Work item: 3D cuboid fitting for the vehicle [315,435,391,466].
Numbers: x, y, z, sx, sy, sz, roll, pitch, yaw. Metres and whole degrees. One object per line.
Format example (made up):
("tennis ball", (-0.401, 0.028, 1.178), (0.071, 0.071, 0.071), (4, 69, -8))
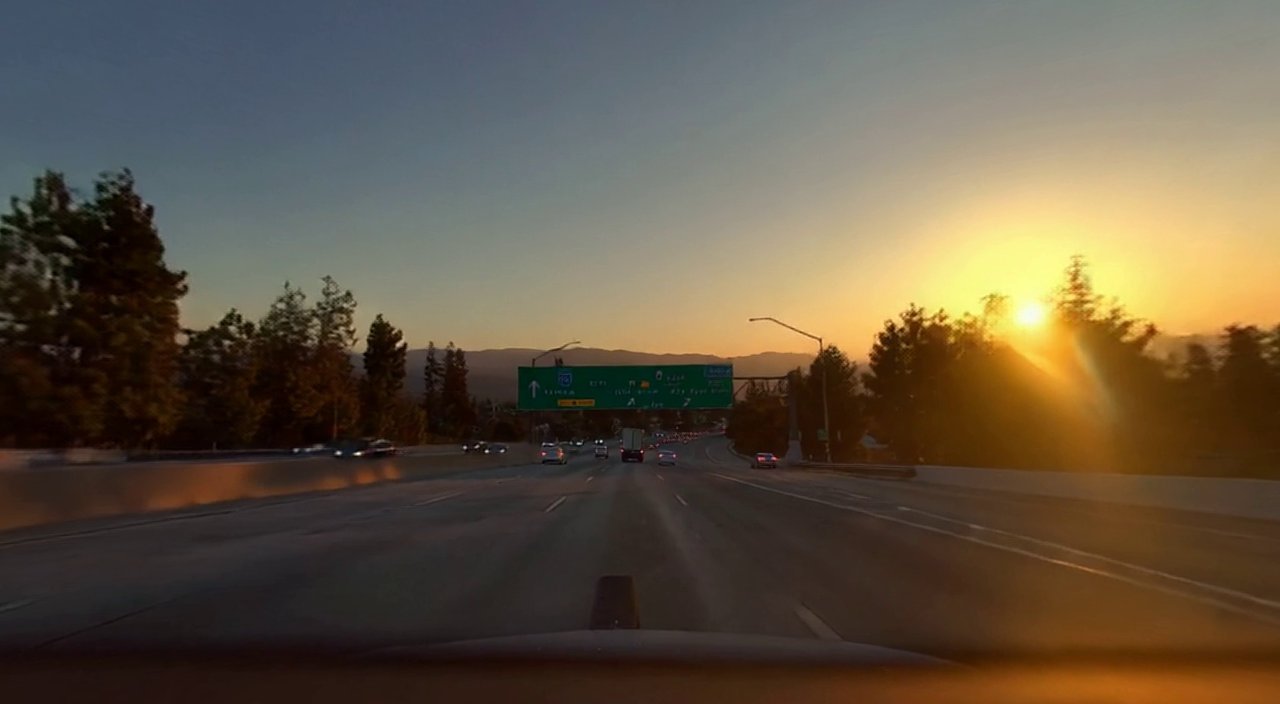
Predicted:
("vehicle", (-19.610, 6.775, 43.546), (2.475, 1.913, 5.834), (0, -9, 0))

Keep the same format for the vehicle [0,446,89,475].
("vehicle", (-33.734, 5.986, 35.222), (1.973, 1.481, 4.884), (1, -9, -7))
